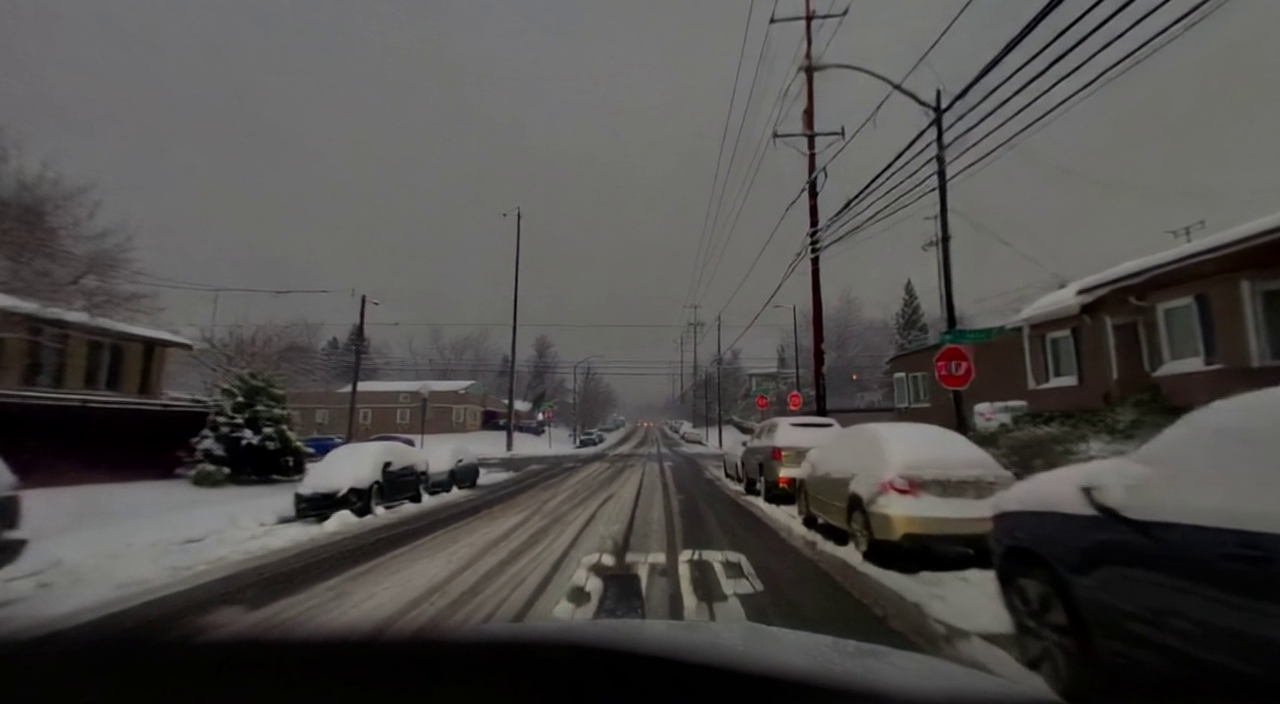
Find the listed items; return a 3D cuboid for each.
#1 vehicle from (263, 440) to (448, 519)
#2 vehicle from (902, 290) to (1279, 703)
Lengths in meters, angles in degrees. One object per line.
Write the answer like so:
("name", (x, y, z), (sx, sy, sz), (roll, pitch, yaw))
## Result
("vehicle", (-6.083, 2.734, 14.253), (2.098, 1.454, 4.449), (0, -8, 0))
("vehicle", (3.191, 0.776, 2.336), (2.337, 1.838, 5.029), (0, -8, 1))
